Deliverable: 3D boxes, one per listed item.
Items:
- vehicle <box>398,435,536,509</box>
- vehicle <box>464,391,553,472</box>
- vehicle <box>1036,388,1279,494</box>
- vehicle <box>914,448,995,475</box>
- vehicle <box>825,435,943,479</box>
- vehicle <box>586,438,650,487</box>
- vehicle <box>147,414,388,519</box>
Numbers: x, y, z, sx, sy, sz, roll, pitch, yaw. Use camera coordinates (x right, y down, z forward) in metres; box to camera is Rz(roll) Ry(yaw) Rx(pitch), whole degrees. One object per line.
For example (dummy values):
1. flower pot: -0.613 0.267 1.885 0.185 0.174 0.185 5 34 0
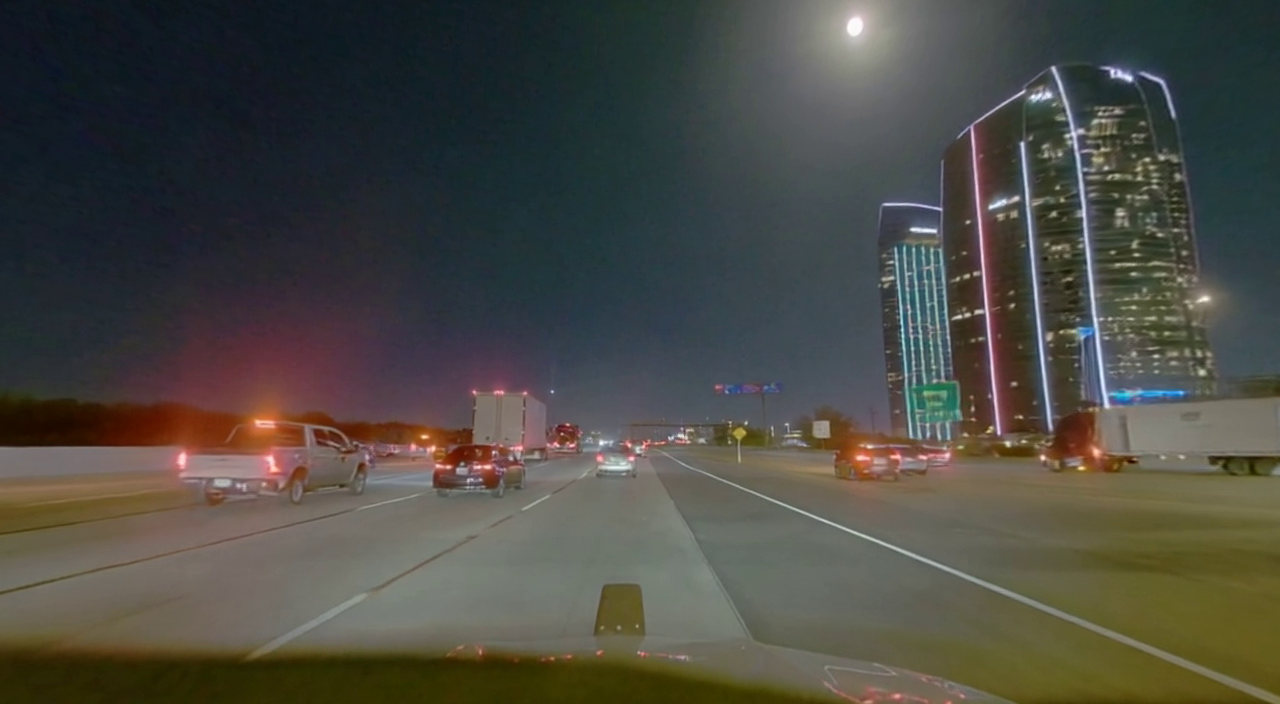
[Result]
1. vehicle: -3.942 2.813 15.231 2.016 1.497 4.235 0 -9 2
2. vehicle: -6.084 3.963 30.594 2.955 3.359 8.322 1 -9 -3
3. vehicle: 22.508 3.714 26.145 3.015 3.855 9.519 8 -11 -41
4. vehicle: 18.370 6.388 37.022 1.902 1.494 4.239 3 -9 -14
5. vehicle: 12.046 5.222 31.642 2.415 1.972 5.572 3 -9 -18
6. vehicle: -0.684 3.764 21.748 1.991 1.488 3.922 0 -9 0
7. vehicle: -7.522 2.379 13.522 2.190 1.821 4.800 0 -9 1
